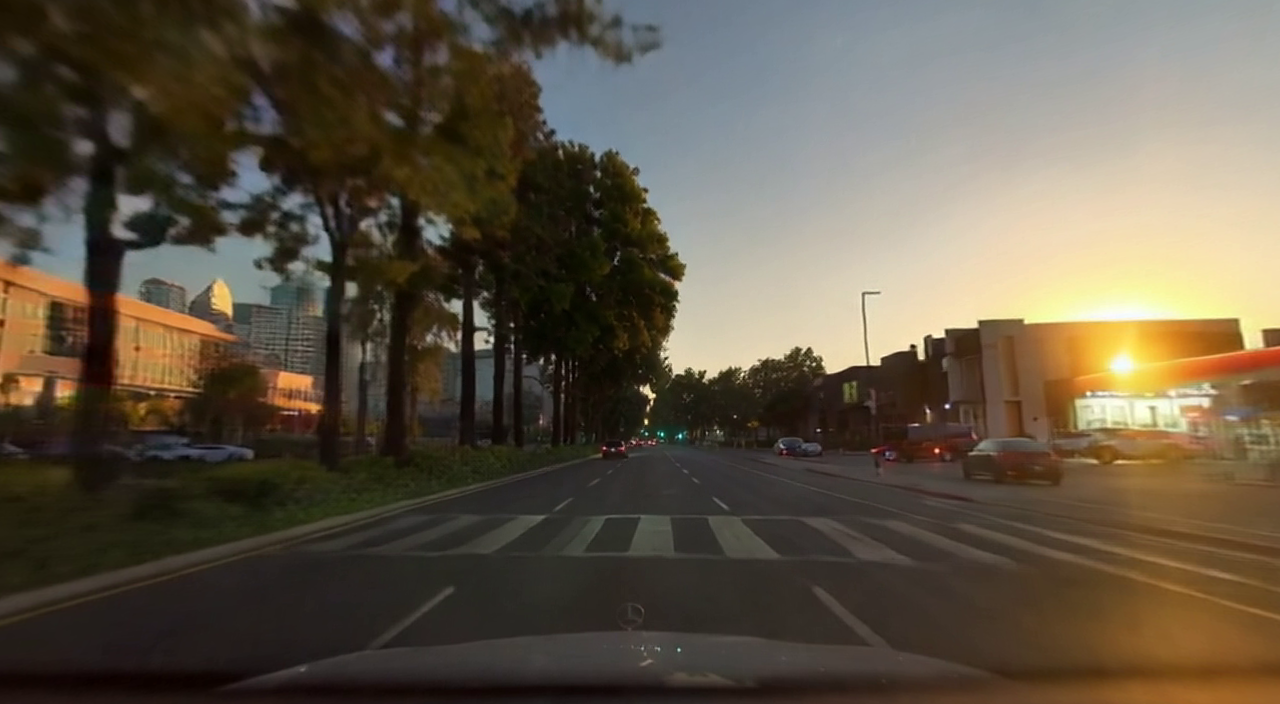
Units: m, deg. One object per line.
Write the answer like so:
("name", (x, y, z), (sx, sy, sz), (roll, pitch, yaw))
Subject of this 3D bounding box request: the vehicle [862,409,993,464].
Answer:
("vehicle", (15.211, 4.504, 33.638), (5.820, 2.752, 2.234), (0, -8, -1))

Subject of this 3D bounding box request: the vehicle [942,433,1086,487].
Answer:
("vehicle", (11.682, 3.385, 20.117), (1.967, 1.500, 4.353), (-1, -8, 1))

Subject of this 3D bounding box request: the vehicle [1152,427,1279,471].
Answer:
("vehicle", (21.348, 3.541, 23.265), (4.674, 1.471, 1.954), (4, -9, -28))
